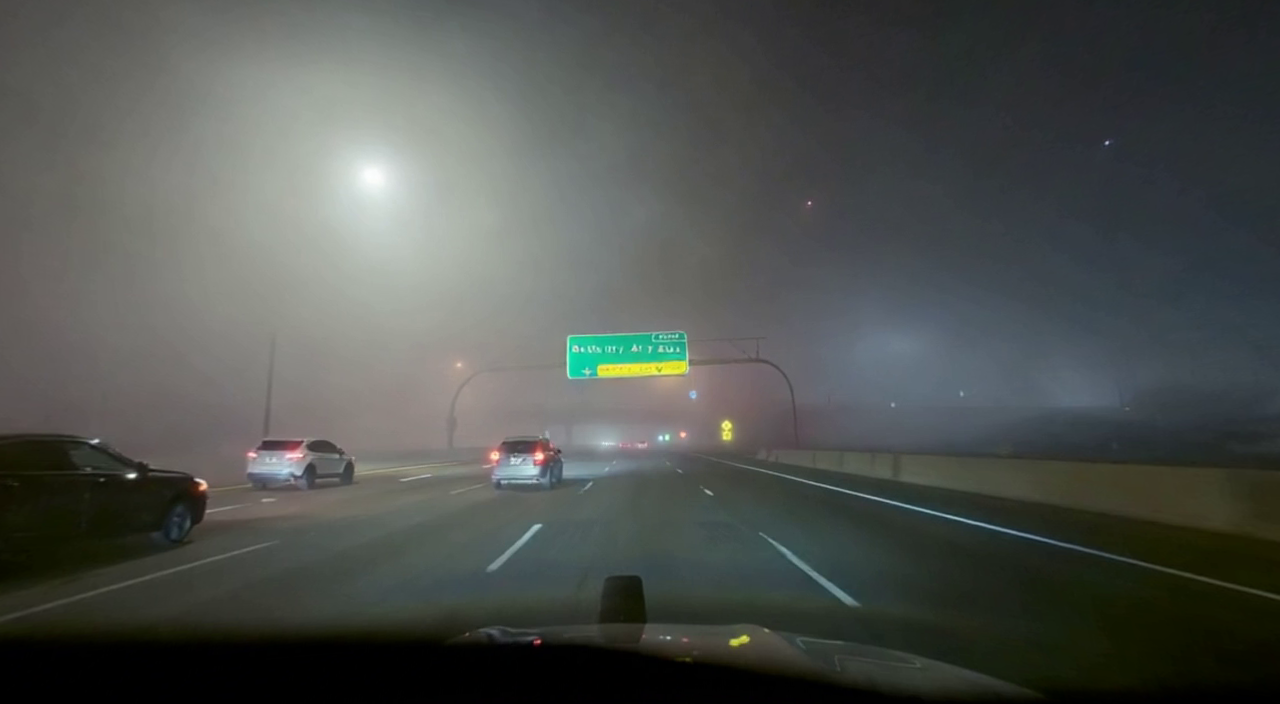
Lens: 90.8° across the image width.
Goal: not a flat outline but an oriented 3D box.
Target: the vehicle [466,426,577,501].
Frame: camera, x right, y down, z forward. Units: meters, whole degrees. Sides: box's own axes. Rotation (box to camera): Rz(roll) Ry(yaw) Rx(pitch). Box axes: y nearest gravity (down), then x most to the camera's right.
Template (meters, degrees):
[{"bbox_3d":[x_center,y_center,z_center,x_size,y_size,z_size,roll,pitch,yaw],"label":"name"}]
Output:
[{"bbox_3d":[-2.931,2.879,16.686,2.027,1.697,4.307,0,-8,1],"label":"vehicle"}]

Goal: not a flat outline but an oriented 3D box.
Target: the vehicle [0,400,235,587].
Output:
[{"bbox_3d":[-7.092,1.493,6.990,2.015,1.762,4.790,0,-8,0],"label":"vehicle"}]

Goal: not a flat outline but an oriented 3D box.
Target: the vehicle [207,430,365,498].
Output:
[{"bbox_3d":[-10.391,3.313,19.095,1.969,1.759,4.758,0,-8,0],"label":"vehicle"}]
